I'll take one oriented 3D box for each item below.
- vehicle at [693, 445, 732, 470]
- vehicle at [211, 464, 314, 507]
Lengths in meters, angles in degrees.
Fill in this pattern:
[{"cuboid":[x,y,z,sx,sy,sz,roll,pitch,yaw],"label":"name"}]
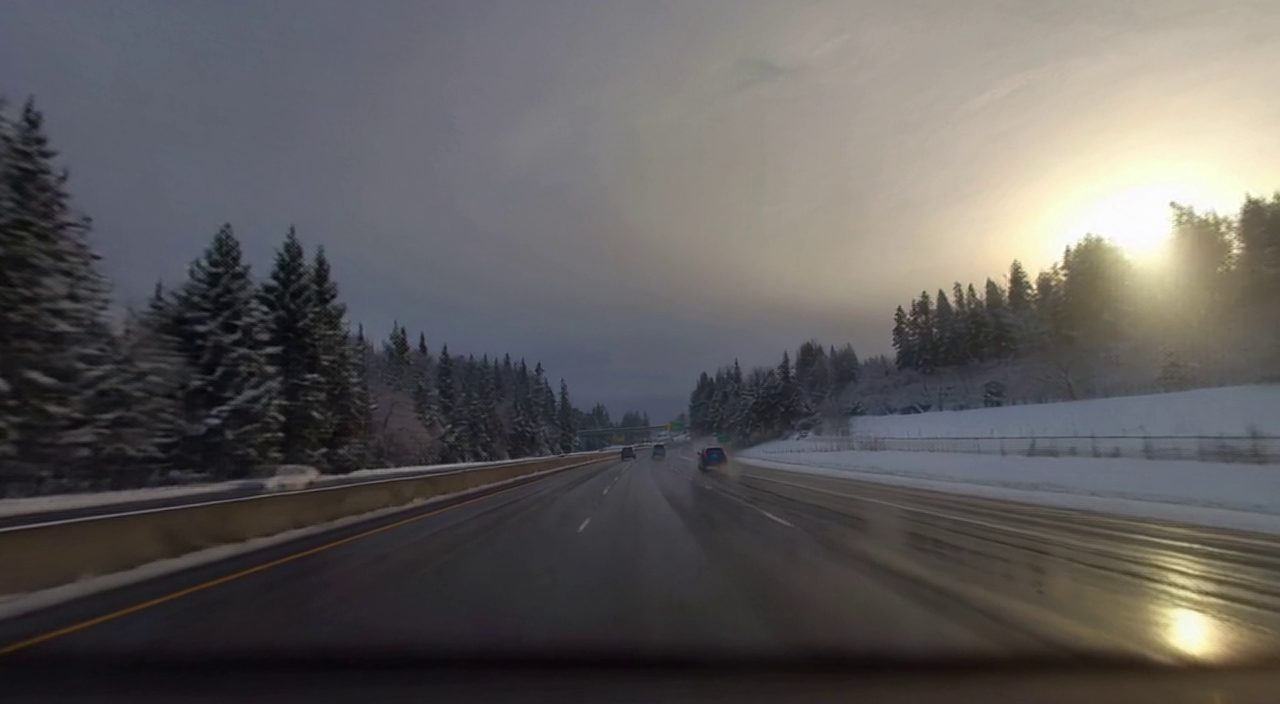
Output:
[{"cuboid":[4.867,7.203,43.073,2.175,1.574,3.943,0,-9,0],"label":"vehicle"},{"cuboid":[-17.383,6.132,29.298,2.070,1.754,4.268,0,-9,0],"label":"vehicle"}]
